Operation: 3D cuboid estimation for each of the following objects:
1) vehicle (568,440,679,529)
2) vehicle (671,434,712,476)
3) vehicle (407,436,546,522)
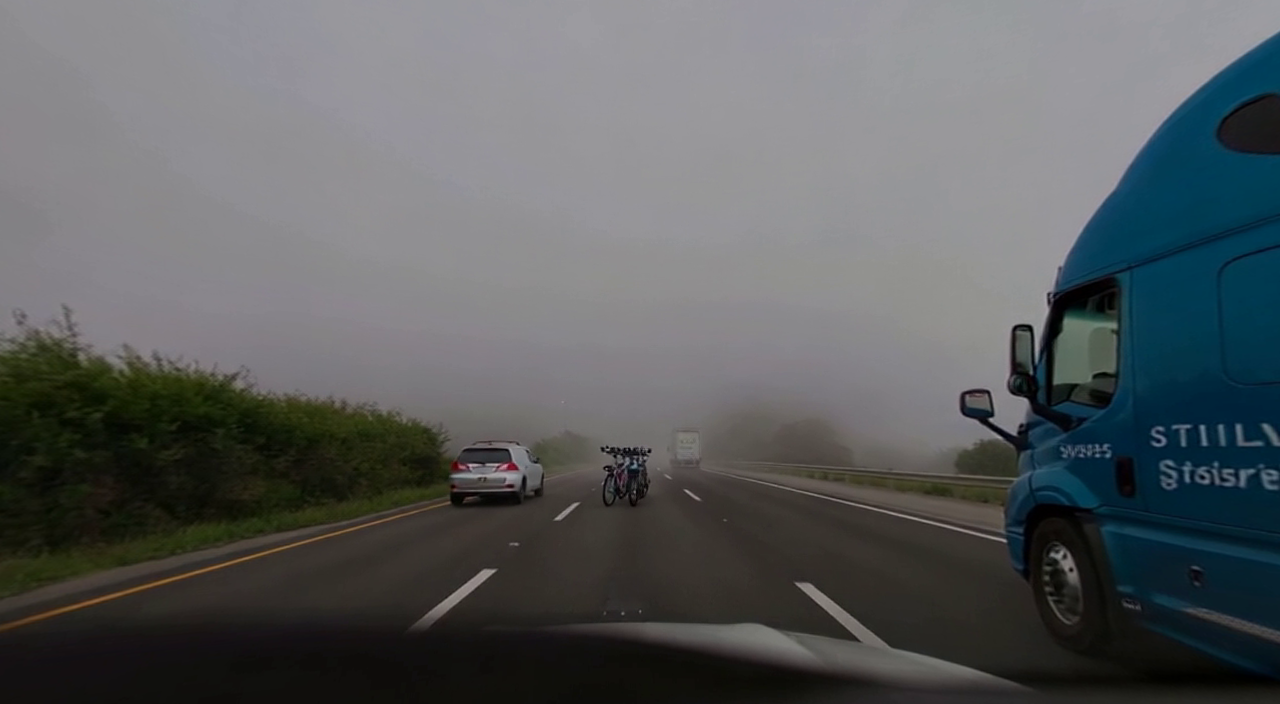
[{"bbox_3d":[-0.298,2.657,13.095,1.973,1.574,3.426,0,-9,0],"label":"vehicle"},{"bbox_3d":[3.484,7.098,43.652,2.234,2.679,5.372,0,-9,-1],"label":"vehicle"},{"bbox_3d":[-3.576,2.876,14.799,1.985,1.671,4.604,0,-9,0],"label":"vehicle"}]
